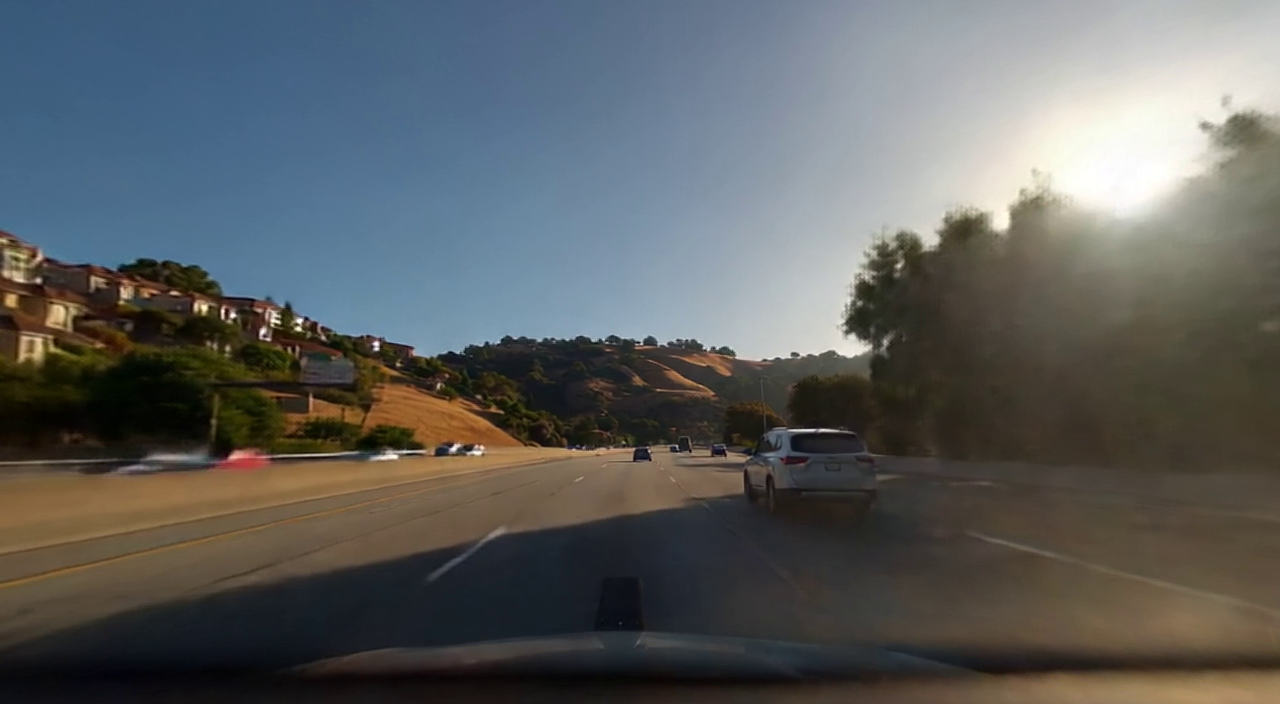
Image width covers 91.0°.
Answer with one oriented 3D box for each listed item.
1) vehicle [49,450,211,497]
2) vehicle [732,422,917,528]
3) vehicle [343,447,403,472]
[{"bbox_3d":[-18.295,4.343,22.950,1.889,1.508,4.696,0,-9,1],"label":"vehicle"},{"bbox_3d":[3.450,2.426,12.970,2.318,1.766,4.587,0,-9,-1],"label":"vehicle"},{"bbox_3d":[-18.476,7.419,43.749,2.050,1.657,4.649,0,-9,1],"label":"vehicle"}]
